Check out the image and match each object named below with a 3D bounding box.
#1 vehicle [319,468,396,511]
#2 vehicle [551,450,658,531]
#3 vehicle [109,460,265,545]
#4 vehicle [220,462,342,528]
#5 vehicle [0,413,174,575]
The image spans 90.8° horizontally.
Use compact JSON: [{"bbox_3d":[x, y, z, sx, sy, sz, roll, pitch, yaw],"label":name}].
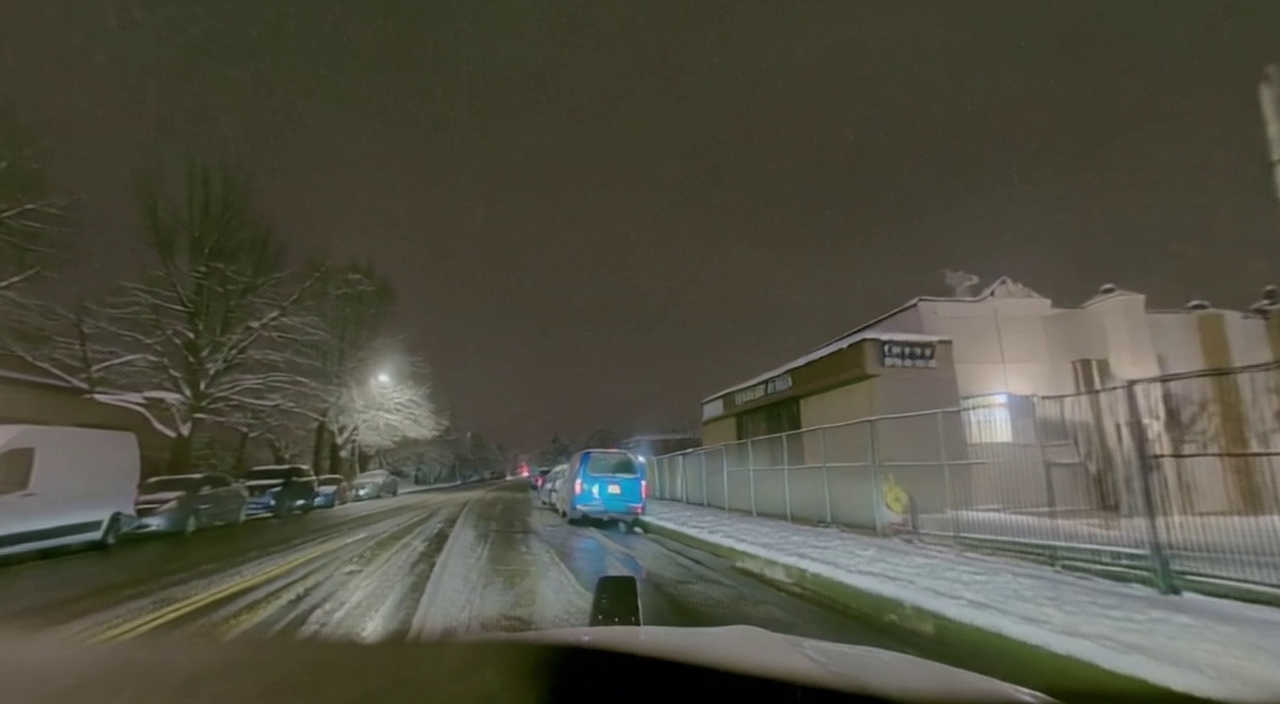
[{"bbox_3d":[-15.322,7.436,34.677,2.504,1.919,5.658,2,-9,-10],"label":"vehicle"},{"bbox_3d":[-1.300,4.057,19.407,2.327,2.021,5.850,2,-9,-12],"label":"vehicle"},{"bbox_3d":[-12.071,3.952,17.218,1.857,1.908,4.081,2,-9,-12],"label":"vehicle"},{"bbox_3d":[-13.224,5.227,23.811,2.304,1.937,5.720,1,-9,-12],"label":"vehicle"},{"bbox_3d":[-10.955,2.546,11.251,2.435,2.308,4.937,-2,-10,-13],"label":"vehicle"}]
